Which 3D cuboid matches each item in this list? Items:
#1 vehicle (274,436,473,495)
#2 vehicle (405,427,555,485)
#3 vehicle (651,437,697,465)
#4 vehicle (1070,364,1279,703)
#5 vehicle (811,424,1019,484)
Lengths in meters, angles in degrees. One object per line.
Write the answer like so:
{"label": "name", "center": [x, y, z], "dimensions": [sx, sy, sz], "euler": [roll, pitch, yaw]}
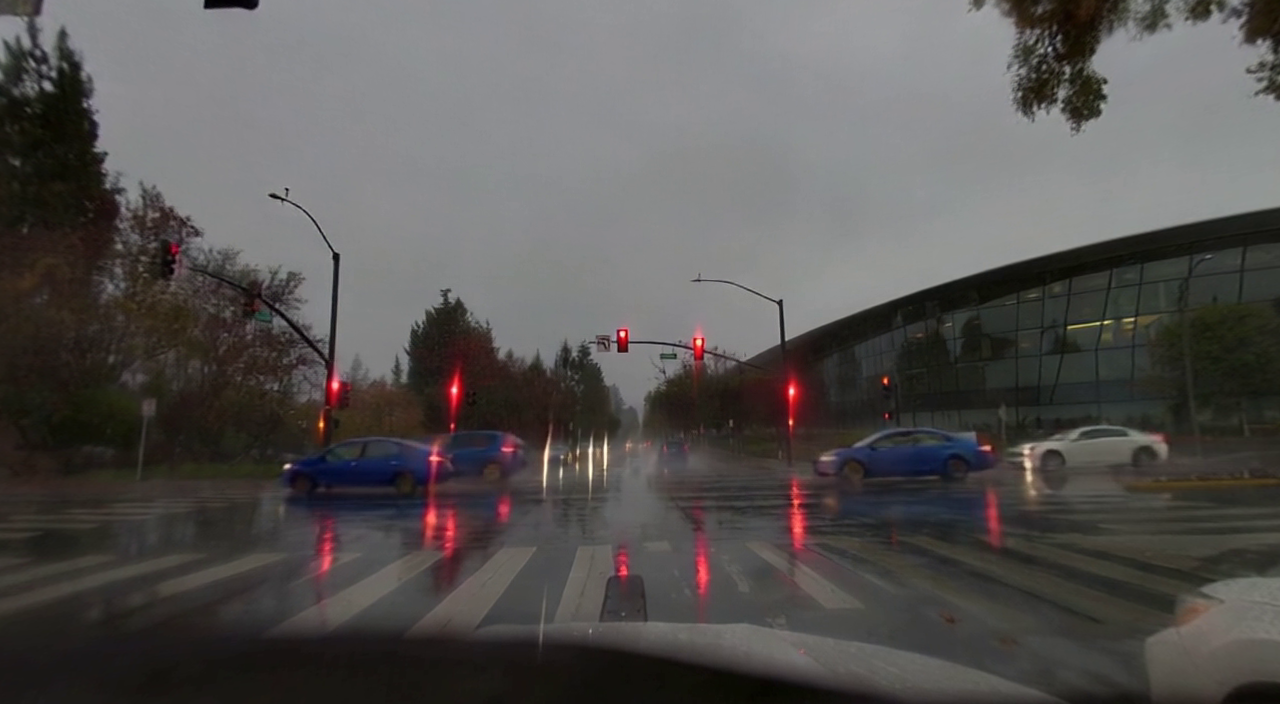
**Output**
{"label": "vehicle", "center": [-6.985, 3.010, 16.834], "dimensions": [4.464, 1.472, 1.867], "euler": [0, -8, 0]}
{"label": "vehicle", "center": [-5.137, 3.392, 20.621], "dimensions": [4.363, 1.757, 1.926], "euler": [0, -8, 1]}
{"label": "vehicle", "center": [2.028, 6.043, 38.502], "dimensions": [2.053, 1.625, 4.551], "euler": [1, -8, -7]}
{"label": "vehicle", "center": [2.890, 0.672, 0.829], "dimensions": [1.947, 1.576, 3.825], "euler": [0, -8, 1]}
{"label": "vehicle", "center": [7.267, 2.739, 16.963], "dimensions": [4.723, 1.484, 1.883], "euler": [0, -8, 0]}
